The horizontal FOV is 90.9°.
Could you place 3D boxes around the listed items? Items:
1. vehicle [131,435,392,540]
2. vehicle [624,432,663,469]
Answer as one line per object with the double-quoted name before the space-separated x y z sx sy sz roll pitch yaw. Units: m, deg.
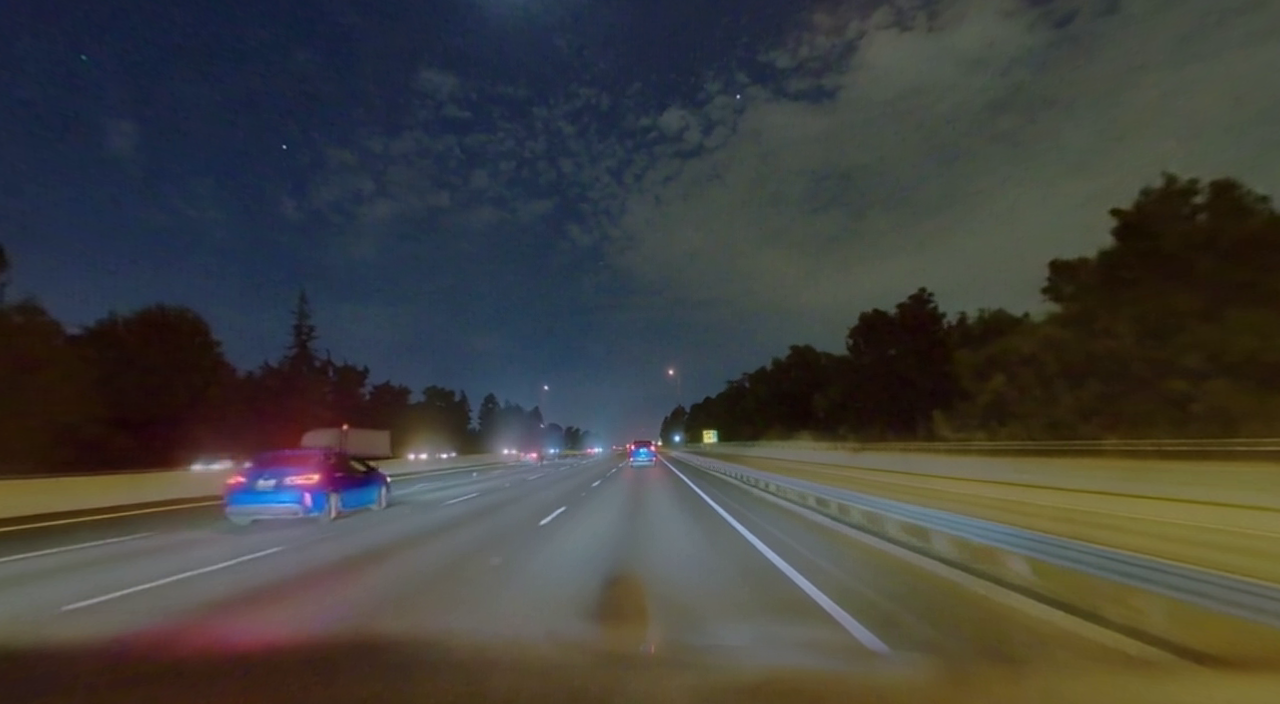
"vehicle" -6.603 2.377 11.788 2.116 1.570 4.377 0 -8 1
"vehicle" 0.218 6.221 39.905 2.318 2.145 4.561 0 -8 0
